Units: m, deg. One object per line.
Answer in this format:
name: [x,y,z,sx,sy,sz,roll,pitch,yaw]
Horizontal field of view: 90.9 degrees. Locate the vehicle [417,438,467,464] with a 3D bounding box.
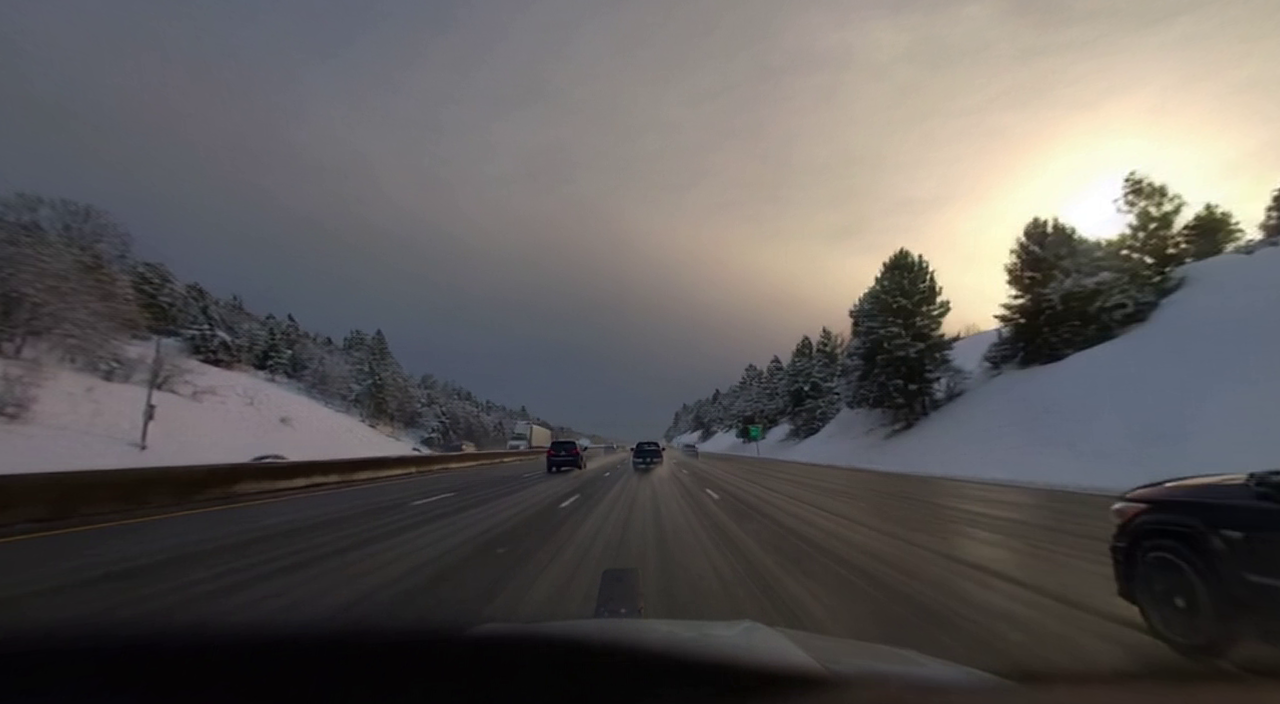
vehicle: [-12.260,6.165,39.326,1.817,1.525,3.880,0,-8,1]

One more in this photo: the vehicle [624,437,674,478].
vehicle: [0.390,4.707,28.417,2.086,1.685,4.206,0,-8,0]

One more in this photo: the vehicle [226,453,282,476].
vehicle: [-23.522,6.864,38.534,1.398,1.273,3.142,0,-8,1]

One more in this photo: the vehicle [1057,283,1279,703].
vehicle: [4.134,0.468,1.201,2.700,1.980,5.866,0,-8,1]

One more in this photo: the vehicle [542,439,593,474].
vehicle: [-3.639,5.343,32.425,2.076,1.690,4.113,0,-8,1]
